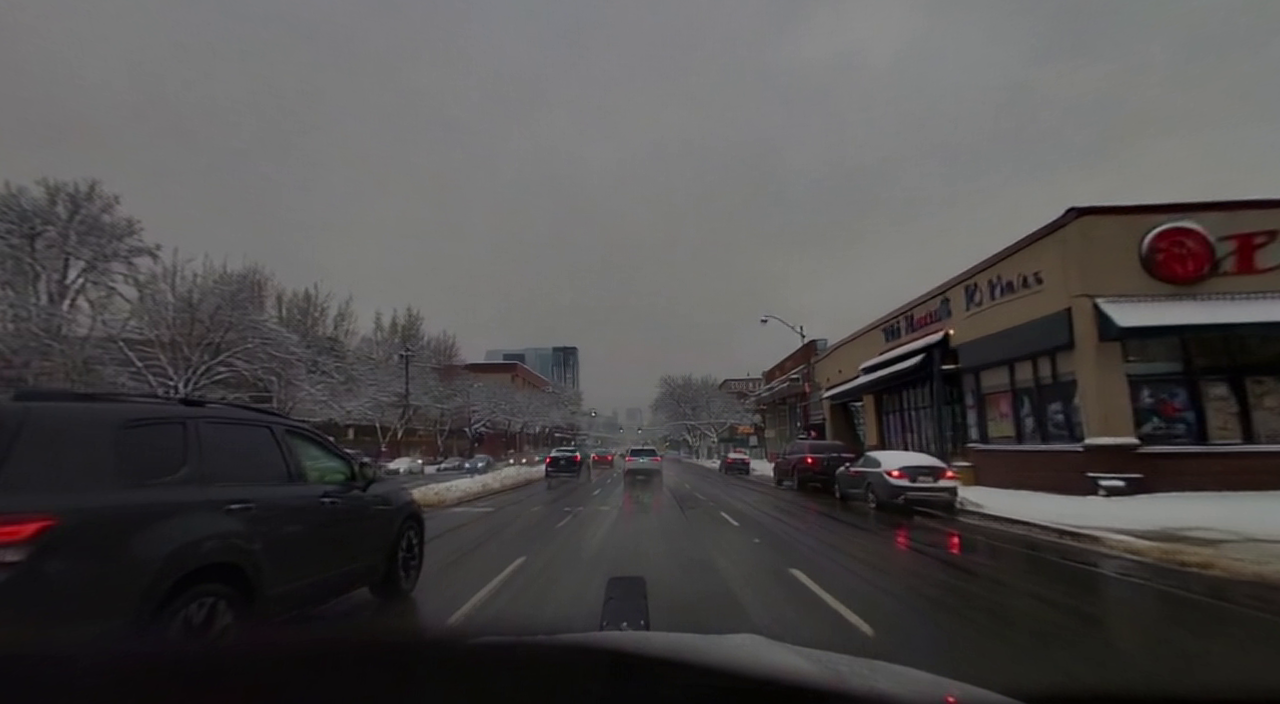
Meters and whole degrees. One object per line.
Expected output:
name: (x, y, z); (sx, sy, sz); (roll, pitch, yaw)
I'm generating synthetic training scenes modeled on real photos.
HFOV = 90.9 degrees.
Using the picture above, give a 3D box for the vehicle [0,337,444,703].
vehicle: (-2.941, 1.064, 3.743); (2.049, 1.646, 4.445); (0, -9, 1)

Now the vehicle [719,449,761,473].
vehicle: (6.801, 7.447, 43.334); (2.014, 1.495, 4.562); (0, -9, -1)

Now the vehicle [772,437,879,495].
vehicle: (6.440, 4.022, 22.619); (2.159, 1.817, 5.056); (0, -9, -2)

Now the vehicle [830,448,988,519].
vehicle: (6.362, 3.130, 15.576); (1.944, 1.462, 4.406); (0, -9, 0)

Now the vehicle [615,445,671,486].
vehicle: (0.122, 4.431, 24.968); (2.037, 1.484, 4.073); (0, -9, 0)

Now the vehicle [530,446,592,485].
vehicle: (-3.169, 4.658, 26.242); (1.950, 1.450, 4.257); (0, -9, 1)
